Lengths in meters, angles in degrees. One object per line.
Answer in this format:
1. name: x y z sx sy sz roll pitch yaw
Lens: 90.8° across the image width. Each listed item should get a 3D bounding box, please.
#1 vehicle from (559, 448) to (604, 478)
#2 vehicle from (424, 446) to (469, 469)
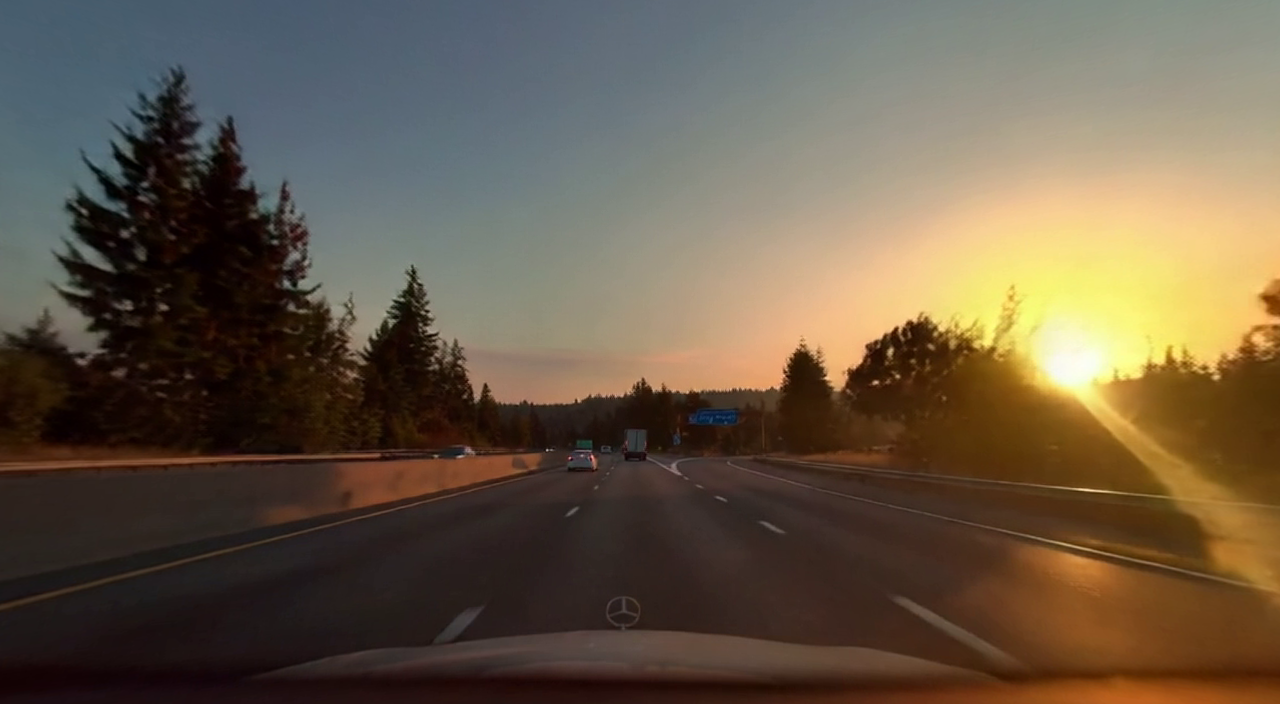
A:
1. vehicle: -3.201 6.200 35.554 2.184 1.574 5.004 0 -9 -1
2. vehicle: -13.427 7.335 44.015 1.813 1.455 4.341 0 -9 0
